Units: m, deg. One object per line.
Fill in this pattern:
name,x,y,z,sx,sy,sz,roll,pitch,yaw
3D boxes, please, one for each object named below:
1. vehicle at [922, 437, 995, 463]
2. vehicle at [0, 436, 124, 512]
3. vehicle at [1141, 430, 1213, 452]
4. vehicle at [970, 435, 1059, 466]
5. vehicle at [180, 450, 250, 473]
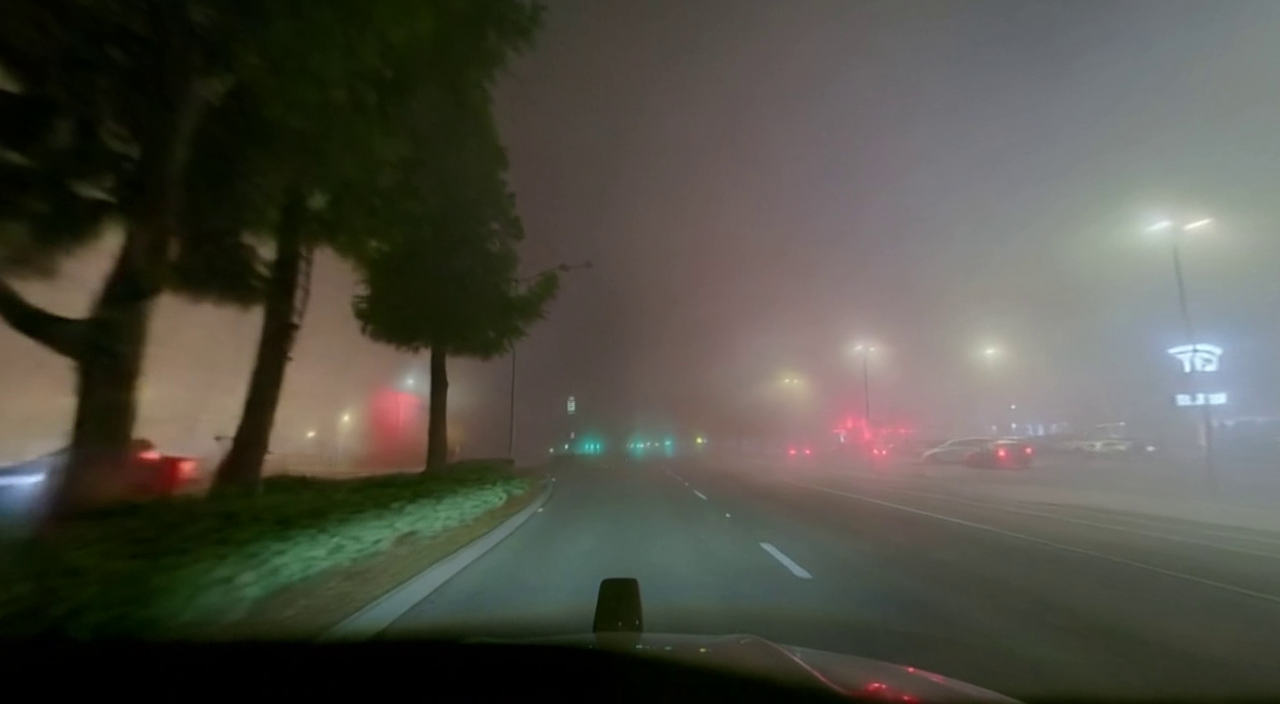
vehicle,20.873,6.453,41.618,2.048,1.559,4.758,1,-9,-5
vehicle,-16.003,3.024,15.927,1.875,1.766,4.824,0,-8,0
vehicle,38.154,6.394,44.999,1.766,1.391,3.720,-1,-10,0
vehicle,21.046,5.593,35.768,1.941,1.511,4.690,-2,-9,-3
vehicle,-31.095,8.006,46.247,4.663,1.565,2.027,-5,-10,25
